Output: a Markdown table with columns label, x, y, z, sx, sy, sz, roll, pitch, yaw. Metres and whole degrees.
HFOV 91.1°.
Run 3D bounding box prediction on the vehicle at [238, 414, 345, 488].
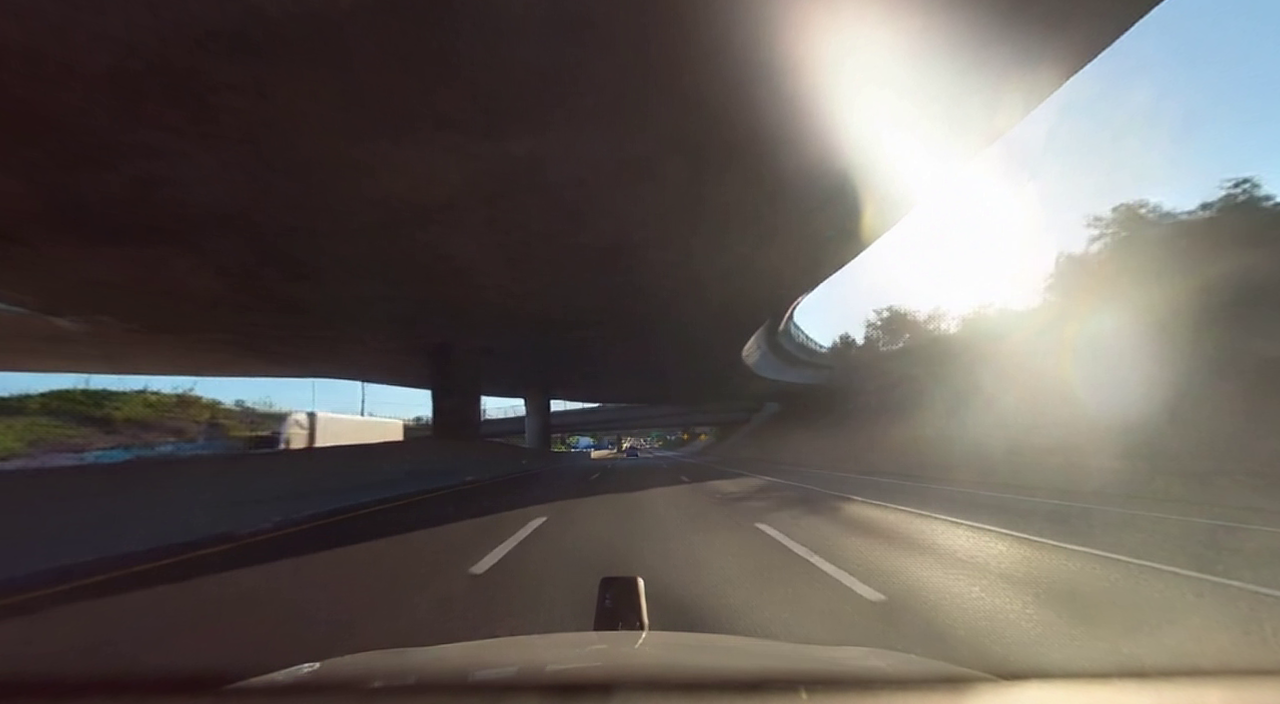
| label | x | y | z | sx | sy | sz | roll | pitch | yaw |
| --- | --- | --- | --- | --- | --- | --- | --- | --- | --- |
| vehicle | -20.717 | 5.909 | 37.806 | 2.916 | 4.032 | 5.977 | 0 | -9 | -1 |
